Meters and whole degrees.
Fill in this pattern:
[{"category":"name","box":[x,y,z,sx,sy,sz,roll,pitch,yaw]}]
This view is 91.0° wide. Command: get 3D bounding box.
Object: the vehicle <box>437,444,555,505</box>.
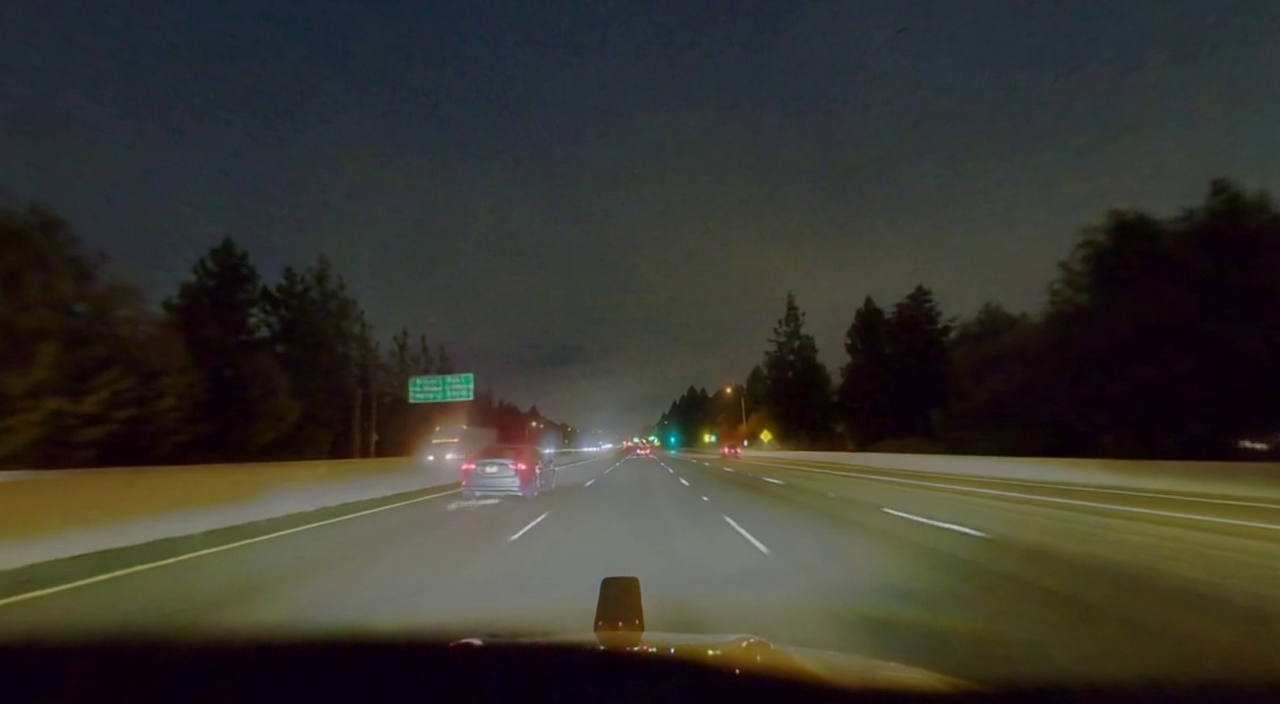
[{"category":"vehicle","box":[-3.865,3.371,17.810,2.162,1.493,4.583,0,-9,1]}]
